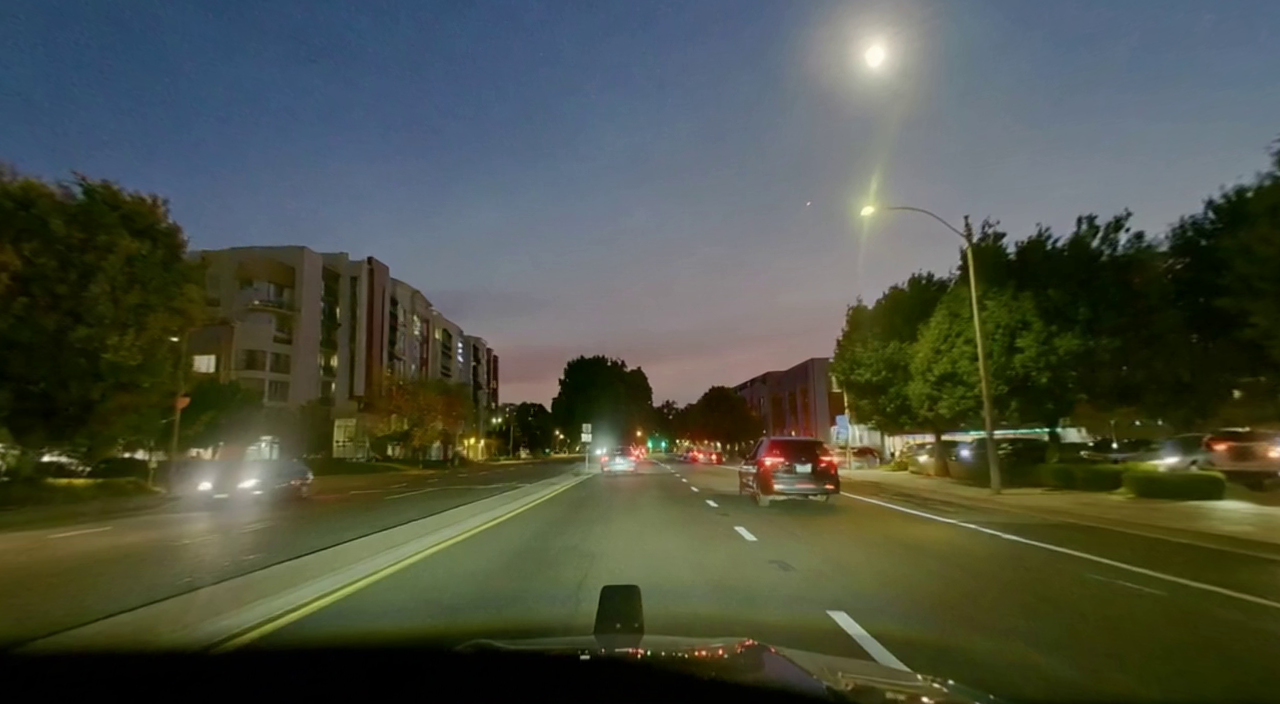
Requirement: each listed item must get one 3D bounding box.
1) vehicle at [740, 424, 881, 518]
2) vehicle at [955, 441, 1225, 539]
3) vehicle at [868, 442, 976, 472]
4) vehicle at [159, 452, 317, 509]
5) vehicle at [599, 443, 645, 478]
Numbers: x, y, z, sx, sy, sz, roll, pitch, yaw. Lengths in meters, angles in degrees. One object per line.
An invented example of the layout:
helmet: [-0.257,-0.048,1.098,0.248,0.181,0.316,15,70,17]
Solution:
vehicle: [3.490,2.523,13.800,1.949,1.723,4.020,0,-9,0]
vehicle: [8.035,2.467,11.976,1.909,1.475,4.487,-1,-9,2]
vehicle: [14.511,5.396,32.673,4.607,1.466,2.053,0,-9,-3]
vehicle: [-12.002,3.841,19.305,1.895,1.475,4.355,-1,-9,1]
vehicle: [-0.799,5.062,29.722,2.006,1.487,3.535,0,-9,1]
